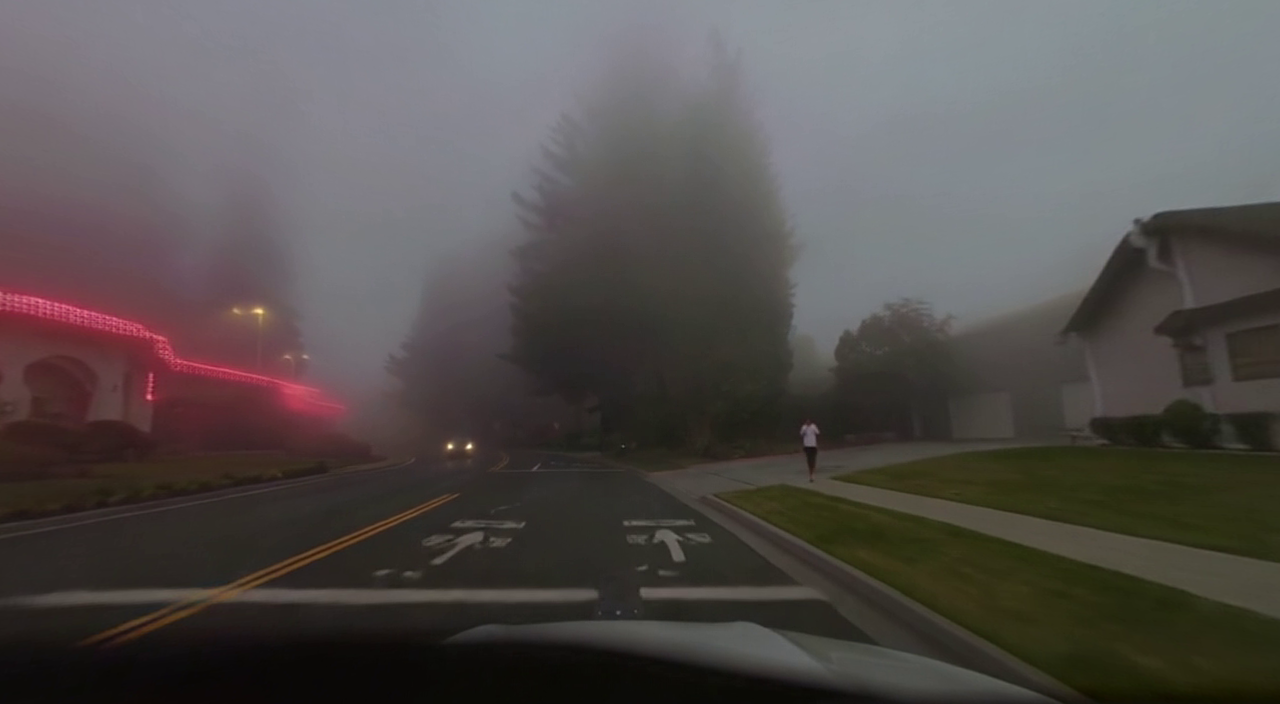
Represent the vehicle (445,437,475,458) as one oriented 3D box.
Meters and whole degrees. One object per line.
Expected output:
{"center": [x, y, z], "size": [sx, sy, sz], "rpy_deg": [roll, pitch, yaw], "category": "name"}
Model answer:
{"center": [-13.840, 7.331, 48.603], "size": [1.912, 1.500, 3.772], "rpy_deg": [1, -8, -12], "category": "vehicle"}
